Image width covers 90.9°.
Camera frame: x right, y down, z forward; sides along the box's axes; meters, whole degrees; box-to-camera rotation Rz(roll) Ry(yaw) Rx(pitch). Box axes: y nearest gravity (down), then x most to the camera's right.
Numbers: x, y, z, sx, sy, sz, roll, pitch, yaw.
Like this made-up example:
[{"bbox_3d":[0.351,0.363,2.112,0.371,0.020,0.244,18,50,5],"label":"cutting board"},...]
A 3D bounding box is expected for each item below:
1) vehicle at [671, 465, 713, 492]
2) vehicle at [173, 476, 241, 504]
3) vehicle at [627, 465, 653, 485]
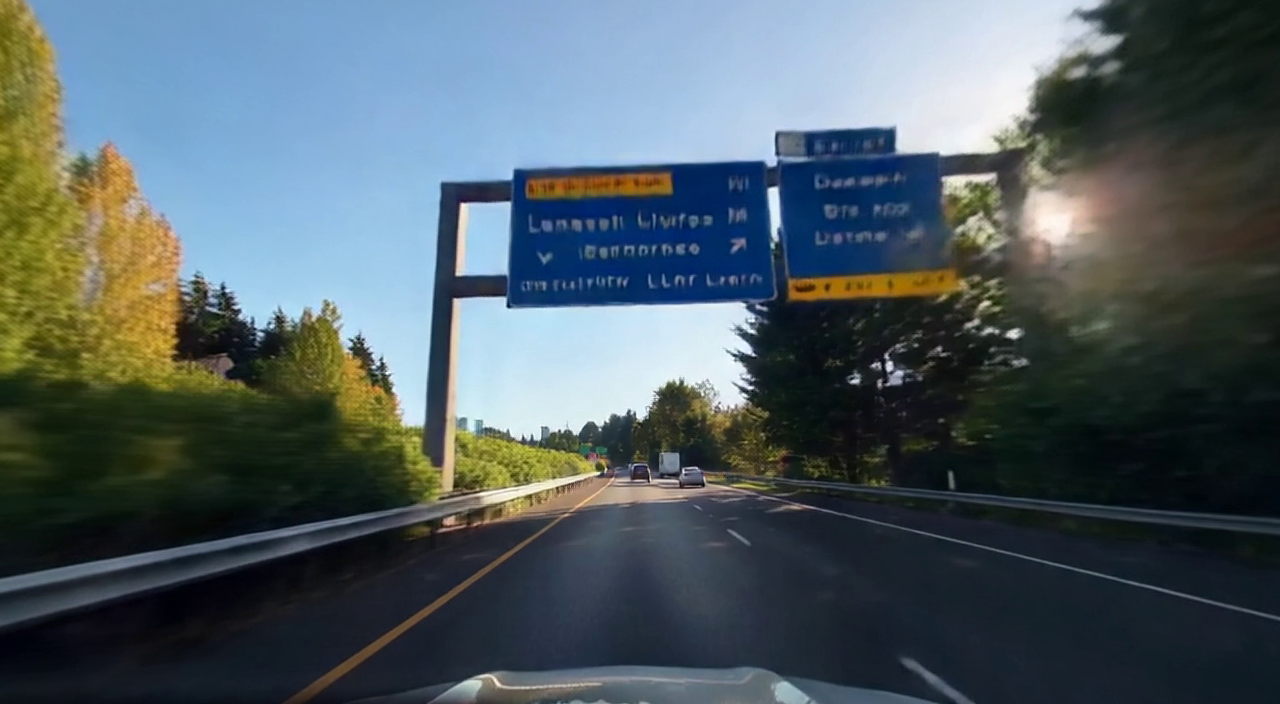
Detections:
[{"bbox_3d":[2.987,7.401,37.091,1.976,1.467,3.783,1,-10,-3],"label":"vehicle"},{"bbox_3d":[-24.548,7.811,35.878,1.738,1.460,3.734,2,-11,-11],"label":"vehicle"},{"bbox_3d":[-0.036,9.535,48.881,1.980,1.483,3.865,1,-10,-1],"label":"vehicle"}]
